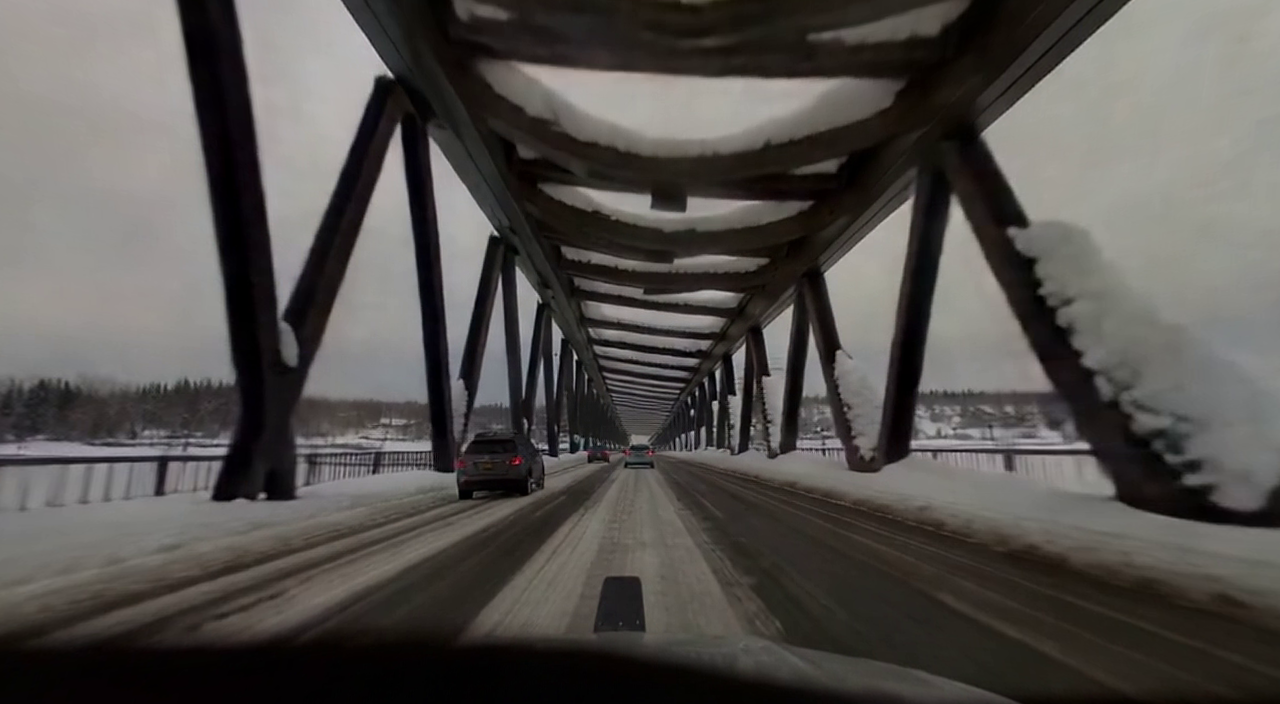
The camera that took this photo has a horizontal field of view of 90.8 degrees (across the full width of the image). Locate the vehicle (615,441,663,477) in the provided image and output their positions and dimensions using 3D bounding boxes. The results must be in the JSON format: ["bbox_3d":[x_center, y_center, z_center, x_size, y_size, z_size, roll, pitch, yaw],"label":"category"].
[{"bbox_3d":[-0.058,4.799,28.562,2.048,1.450,3.973,0,-9,0],"label":"vehicle"}]

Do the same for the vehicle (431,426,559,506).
[{"bbox_3d":[-3.617,2.960,16.846,2.190,1.807,4.741,-1,-9,1],"label":"vehicle"}]
